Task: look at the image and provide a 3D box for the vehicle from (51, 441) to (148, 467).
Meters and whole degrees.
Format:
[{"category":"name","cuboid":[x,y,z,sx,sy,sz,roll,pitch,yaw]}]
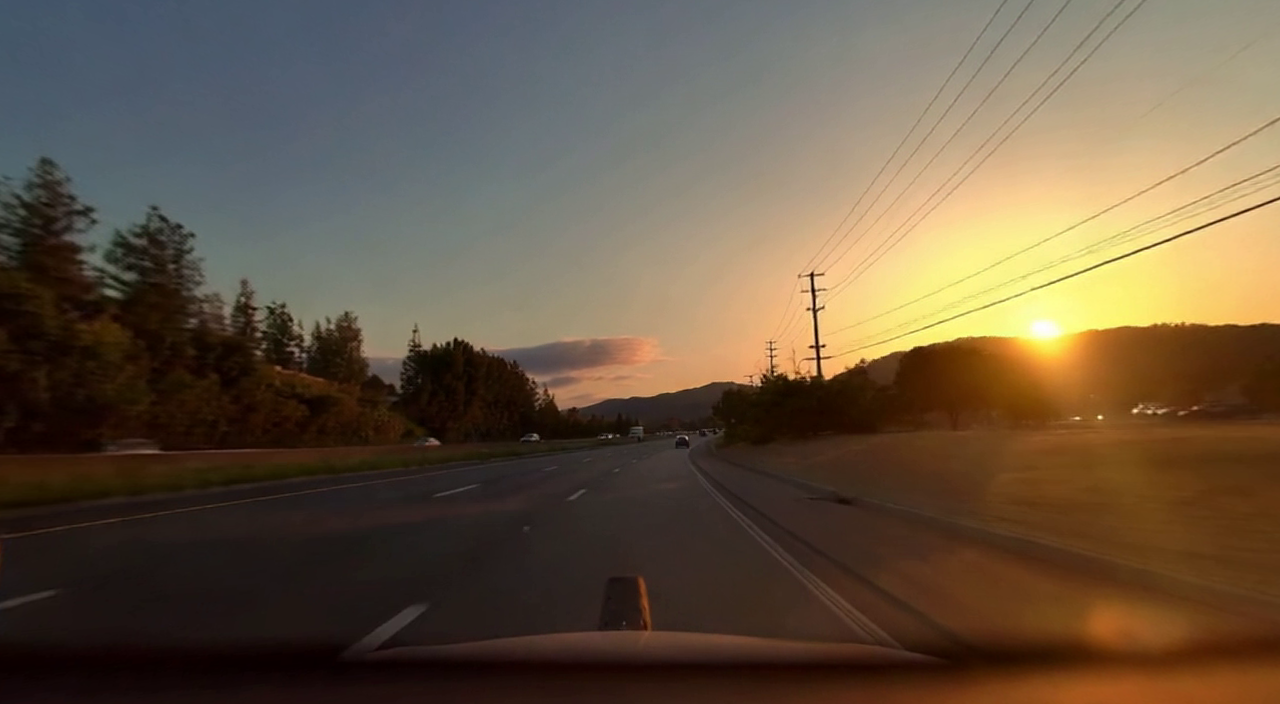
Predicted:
[{"category":"vehicle","cuboid":[-32.622,6.177,38.235,1.806,1.451,4.457,0,-9,3]}]
